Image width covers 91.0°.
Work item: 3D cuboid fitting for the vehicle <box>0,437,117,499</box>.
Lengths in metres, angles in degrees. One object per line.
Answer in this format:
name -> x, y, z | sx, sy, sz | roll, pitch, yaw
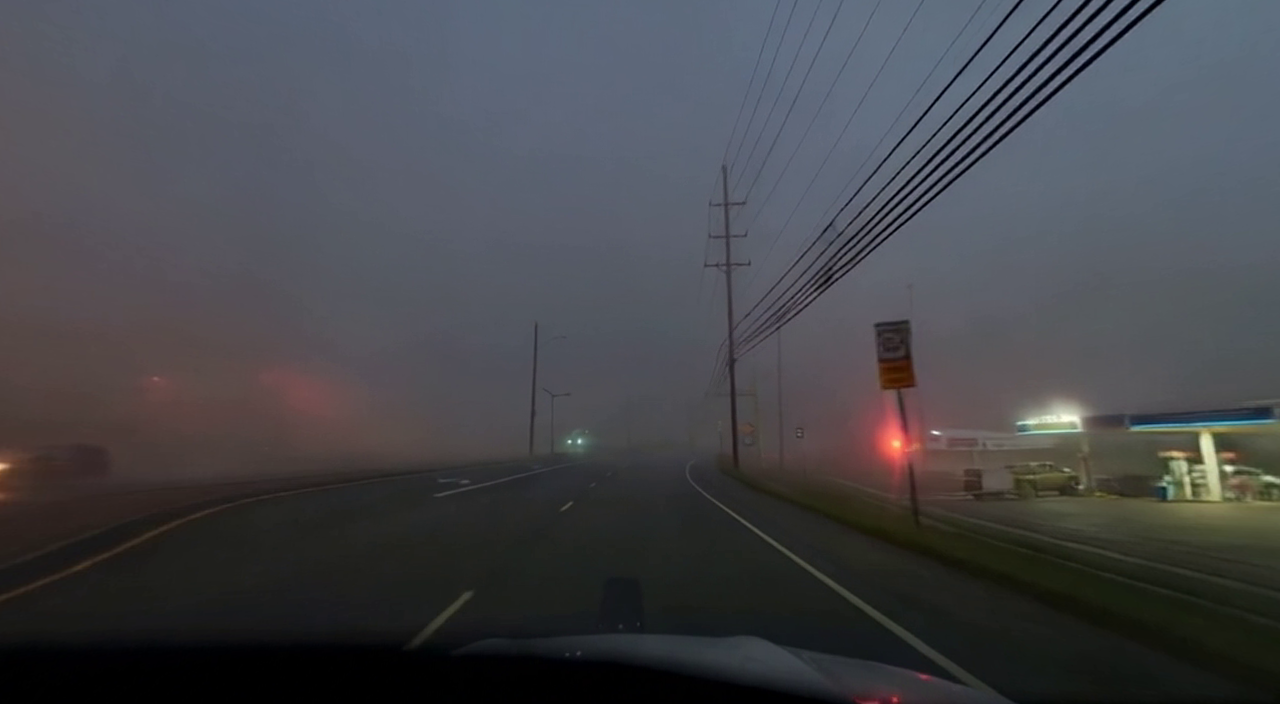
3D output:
vehicle -> -18.017, 3.274, 18.015 | 2.011, 1.646, 4.522 | 0, -9, 3
